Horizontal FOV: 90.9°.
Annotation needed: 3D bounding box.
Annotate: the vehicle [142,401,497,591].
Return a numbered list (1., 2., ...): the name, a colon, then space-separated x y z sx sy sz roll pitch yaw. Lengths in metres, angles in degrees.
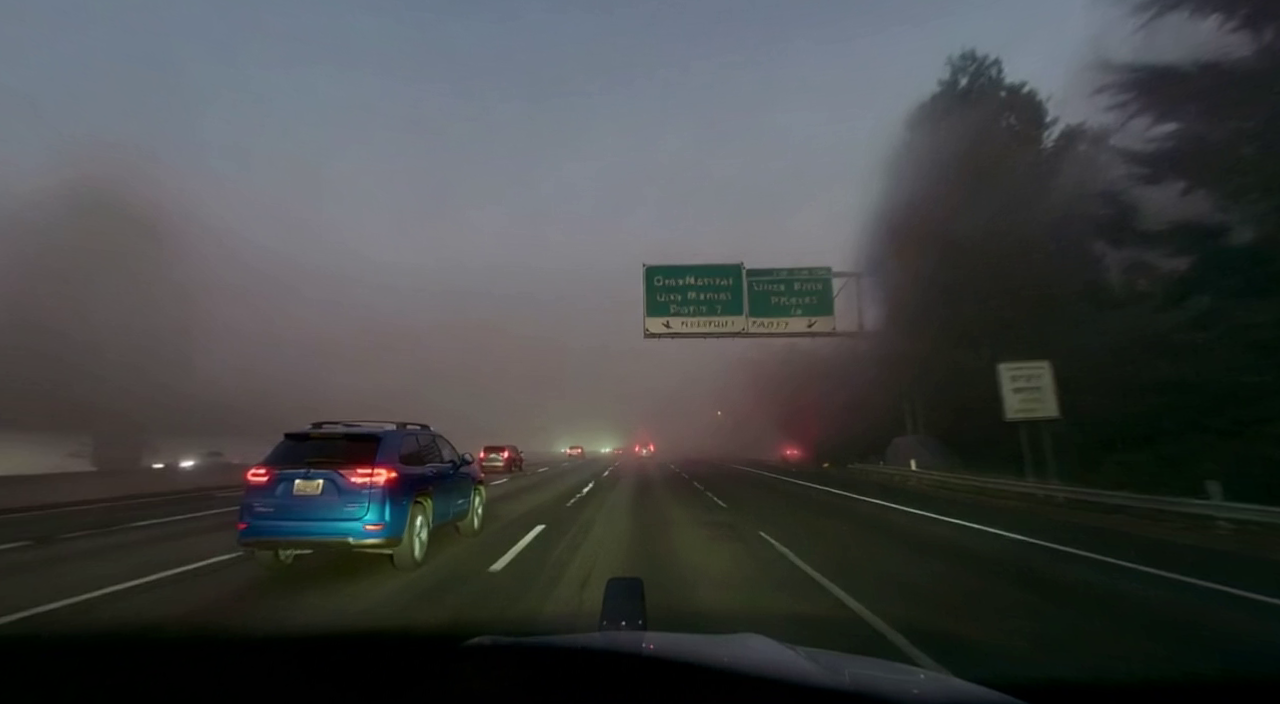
1. vehicle: -3.516 1.681 8.197 2.214 1.759 4.435 0 -9 1
